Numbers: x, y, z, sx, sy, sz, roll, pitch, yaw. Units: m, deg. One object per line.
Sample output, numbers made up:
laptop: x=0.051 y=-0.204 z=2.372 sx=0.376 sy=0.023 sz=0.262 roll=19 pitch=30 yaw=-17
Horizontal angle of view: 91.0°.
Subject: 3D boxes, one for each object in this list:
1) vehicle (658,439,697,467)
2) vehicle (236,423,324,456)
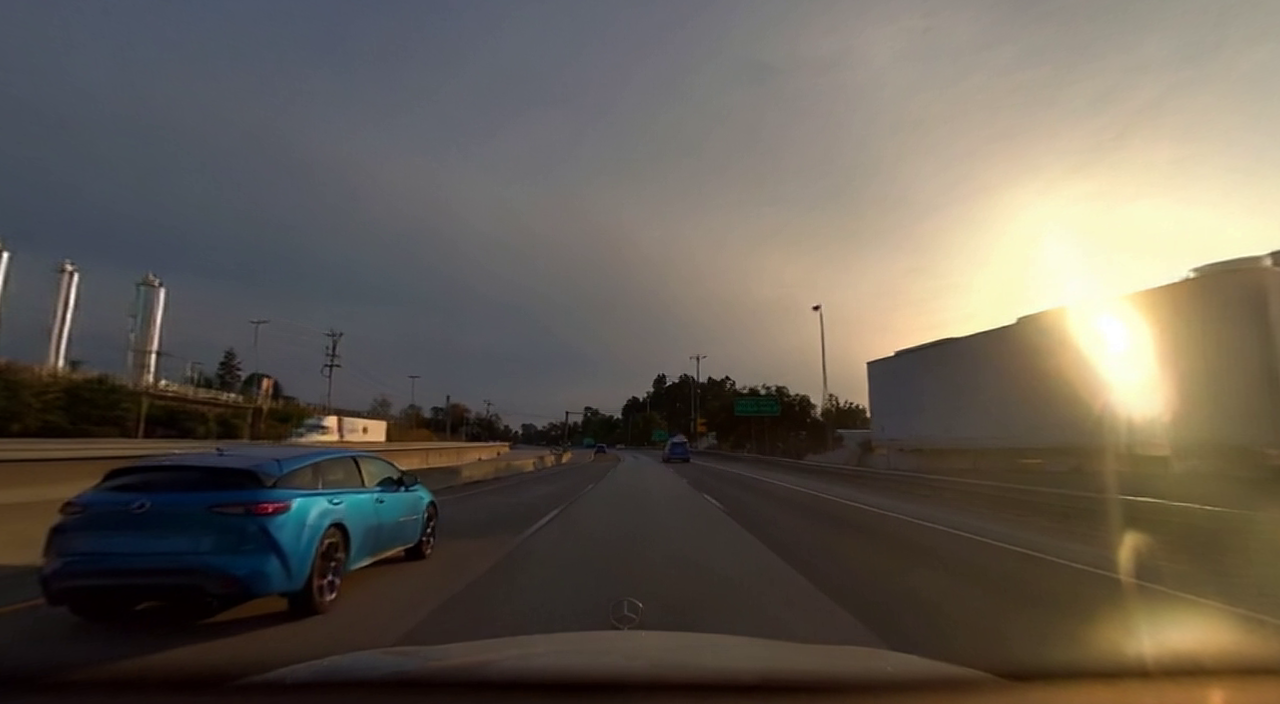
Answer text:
vehicle: x=2.584 y=7.119 z=44.476 sx=2.296 sy=1.790 sz=5.067 roll=0 pitch=-9 yaw=-1
vehicle: x=-17.483 y=4.320 z=30.814 sx=1.817 sy=1.504 sz=3.991 roll=0 pitch=-9 yaw=2
